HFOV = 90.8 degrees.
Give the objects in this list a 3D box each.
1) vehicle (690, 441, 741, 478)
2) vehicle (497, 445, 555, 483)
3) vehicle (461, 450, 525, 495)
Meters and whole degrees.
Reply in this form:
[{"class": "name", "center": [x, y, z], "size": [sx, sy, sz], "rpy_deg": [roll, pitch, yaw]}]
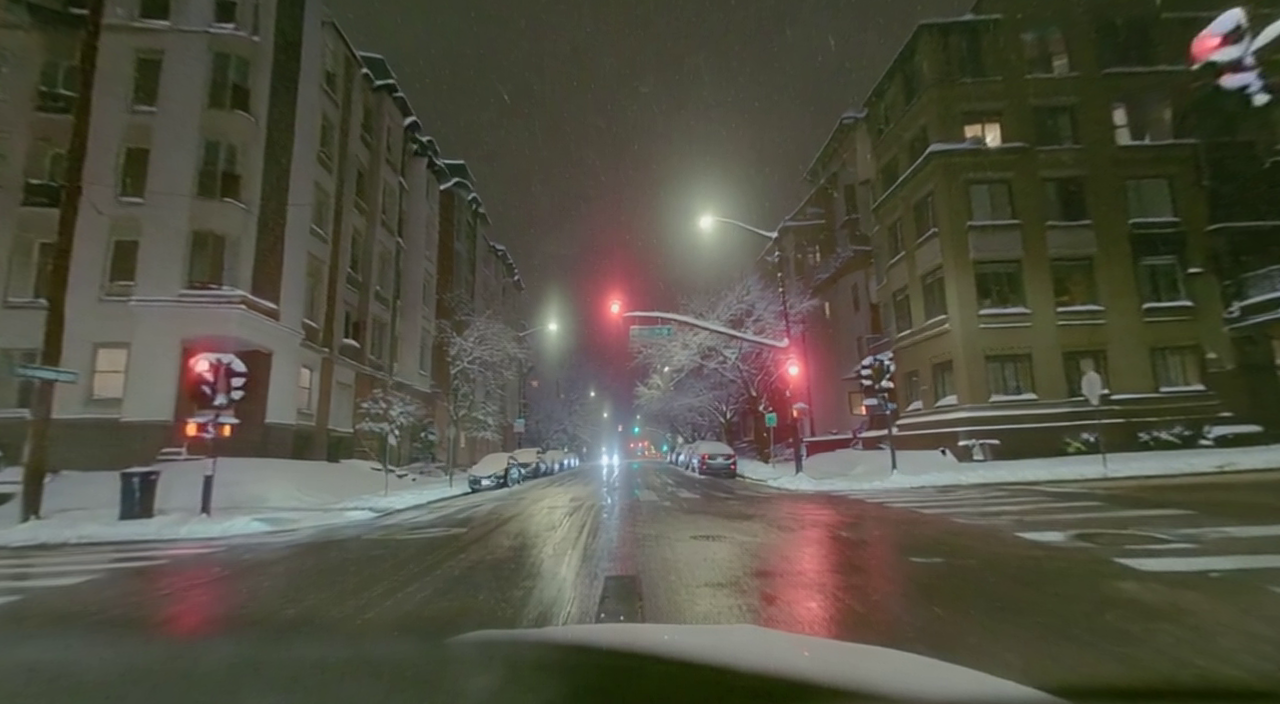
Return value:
[{"class": "vehicle", "center": [3.602, 5.199, 30.935], "size": [1.924, 1.657, 4.665], "rpy_deg": [0, -8, 0]}, {"class": "vehicle", "center": [-6.429, 6.330, 36.145], "size": [2.175, 1.849, 4.725], "rpy_deg": [-5, -8, 2]}, {"class": "vehicle", "center": [-6.676, 5.471, 29.114], "size": [1.763, 1.612, 4.462], "rpy_deg": [-8, -8, -2]}]
